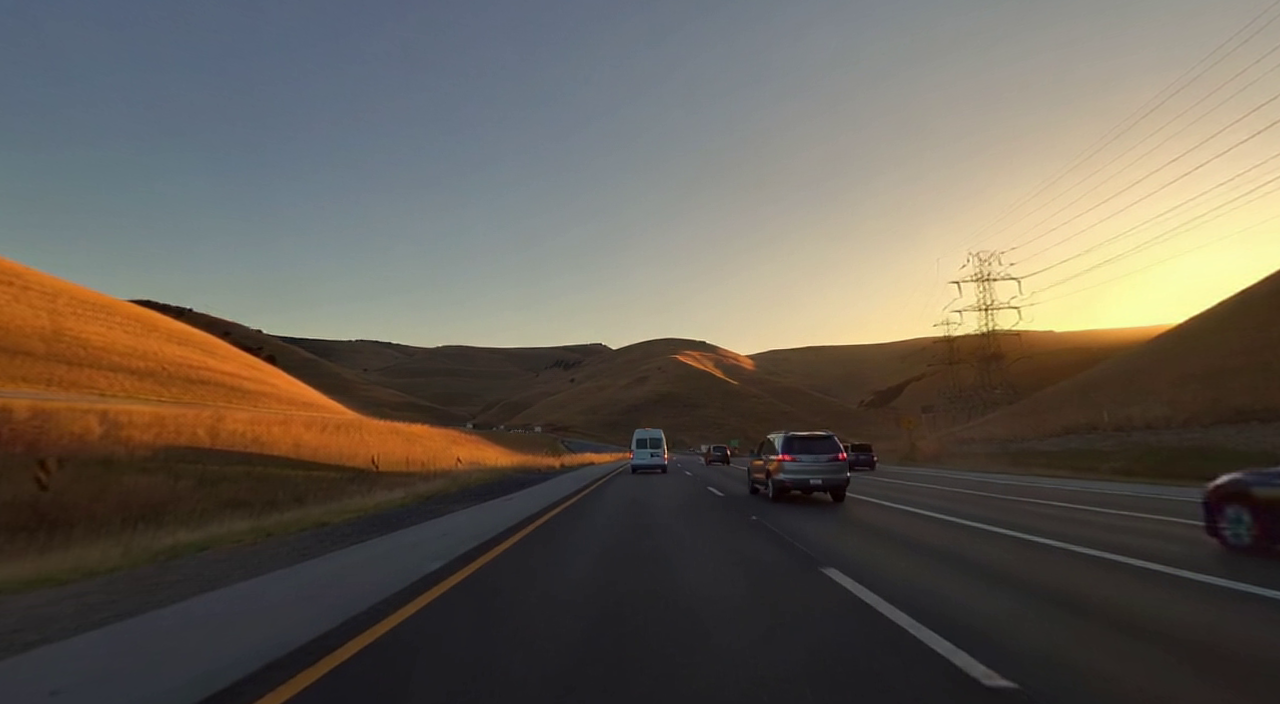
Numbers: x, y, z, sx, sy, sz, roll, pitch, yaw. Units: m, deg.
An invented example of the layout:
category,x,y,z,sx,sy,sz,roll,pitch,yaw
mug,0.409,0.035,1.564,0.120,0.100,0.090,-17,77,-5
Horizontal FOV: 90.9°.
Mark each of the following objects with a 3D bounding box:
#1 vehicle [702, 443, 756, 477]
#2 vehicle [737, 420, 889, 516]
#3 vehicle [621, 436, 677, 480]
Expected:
category,x,y,z,sx,sy,sz,roll,pitch,yaw
vehicle,4.121,5.086,29.961,1.938,1.466,4.356,0,-8,0
vehicle,3.650,2.549,14.325,2.139,1.821,4.480,0,-8,0
vehicle,0.421,4.645,27.930,2.268,1.772,4.523,0,-8,1
